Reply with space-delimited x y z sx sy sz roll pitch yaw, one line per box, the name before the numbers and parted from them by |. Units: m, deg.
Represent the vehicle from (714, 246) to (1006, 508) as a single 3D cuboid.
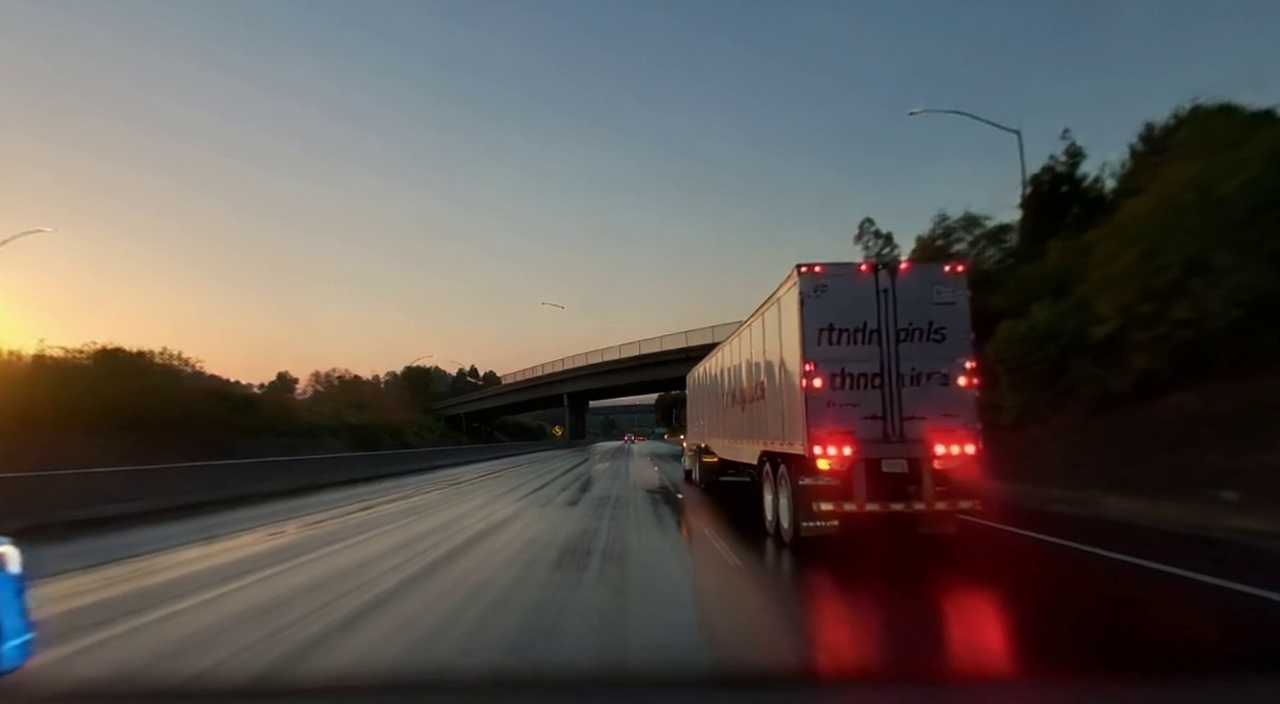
vehicle | 4.018 1.172 16.279 2.850 3.894 13.987 0 -7 1
